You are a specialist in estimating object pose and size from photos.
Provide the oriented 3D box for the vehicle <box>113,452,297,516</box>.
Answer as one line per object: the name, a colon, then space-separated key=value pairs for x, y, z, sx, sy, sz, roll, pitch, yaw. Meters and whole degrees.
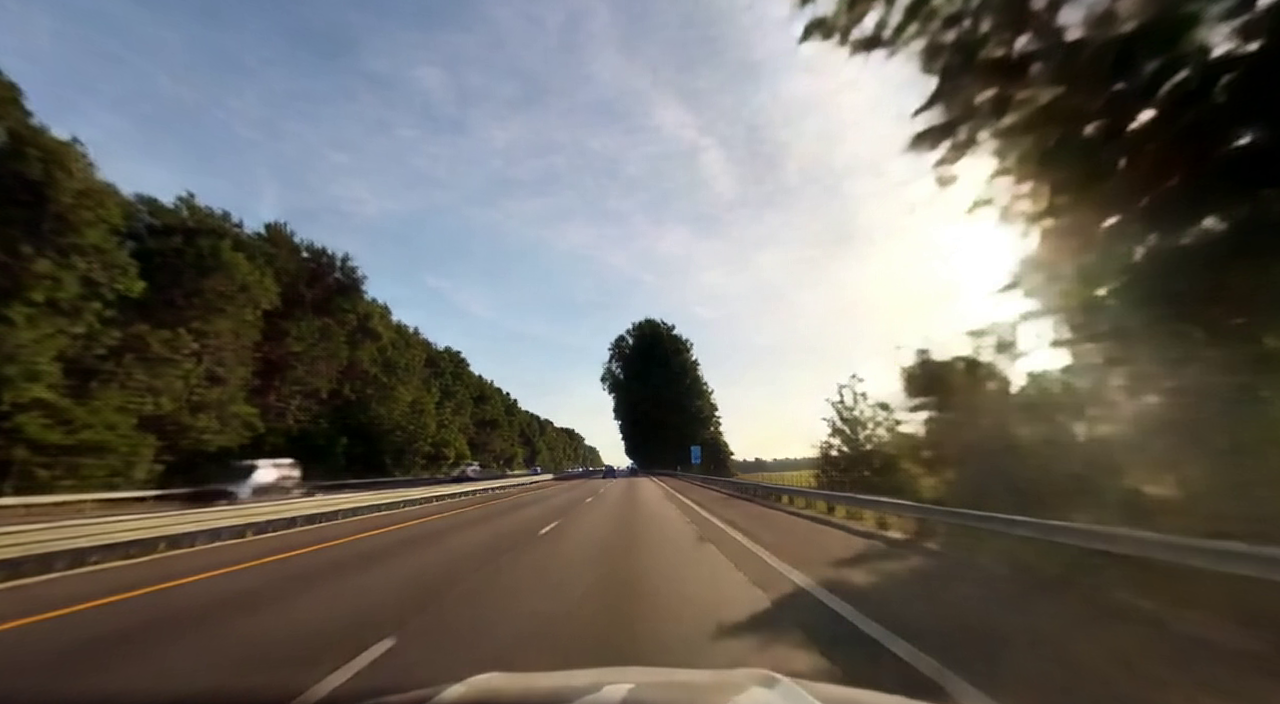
vehicle: x=-12.611 y=3.877 z=18.782 sx=2.070 sy=1.611 sz=4.762 roll=1 pitch=-11 yaw=0

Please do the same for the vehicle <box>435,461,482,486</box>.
vehicle: x=-13.021 y=8.771 z=45.543 sx=1.971 sy=1.687 sz=4.517 roll=1 pitch=-11 yaw=0
